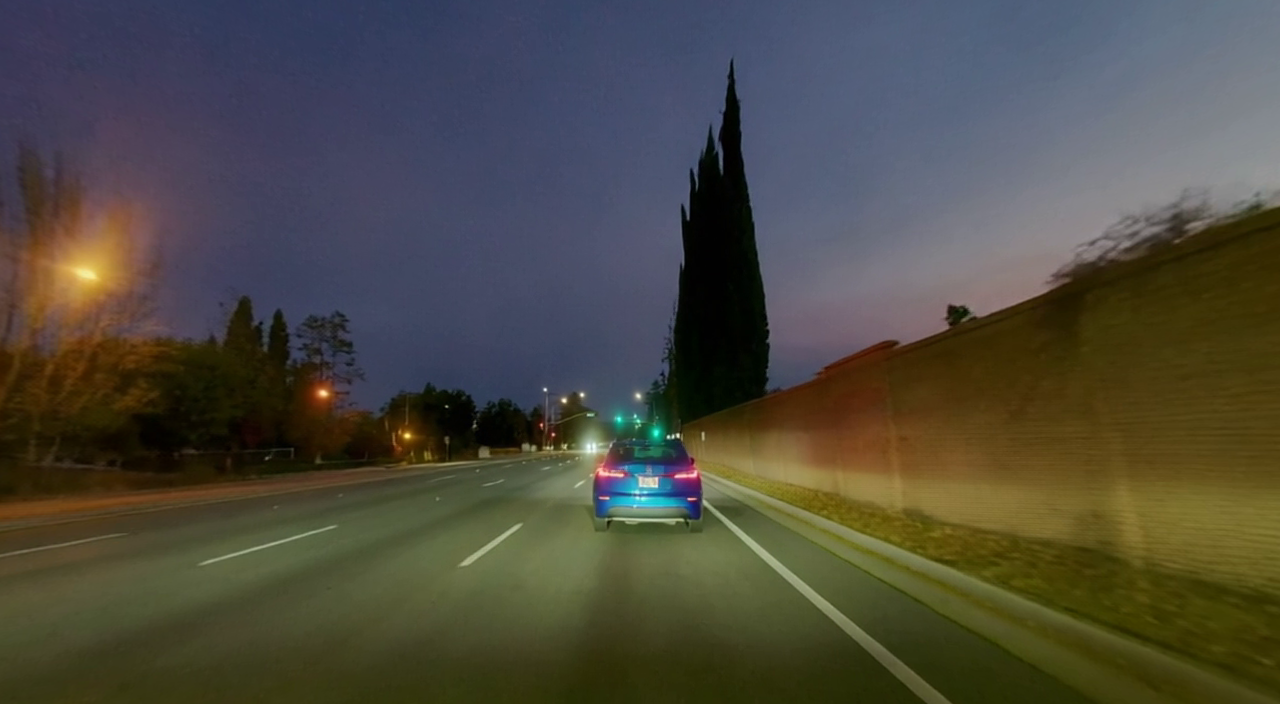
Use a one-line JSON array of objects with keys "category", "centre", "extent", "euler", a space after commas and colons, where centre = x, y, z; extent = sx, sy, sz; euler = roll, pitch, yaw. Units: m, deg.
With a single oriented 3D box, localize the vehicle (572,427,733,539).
[{"category": "vehicle", "centre": [0.132, 2.104, 10.821], "extent": [2.205, 1.509, 4.272], "euler": [0, -8, -1]}]
